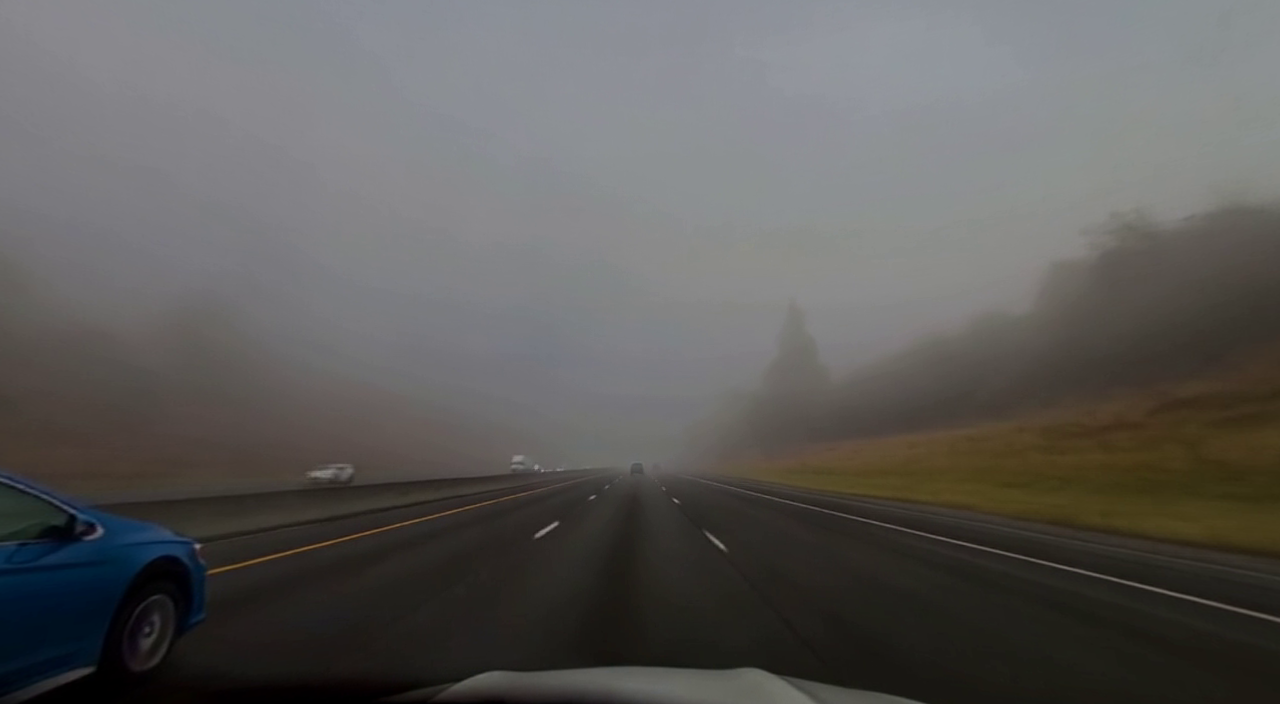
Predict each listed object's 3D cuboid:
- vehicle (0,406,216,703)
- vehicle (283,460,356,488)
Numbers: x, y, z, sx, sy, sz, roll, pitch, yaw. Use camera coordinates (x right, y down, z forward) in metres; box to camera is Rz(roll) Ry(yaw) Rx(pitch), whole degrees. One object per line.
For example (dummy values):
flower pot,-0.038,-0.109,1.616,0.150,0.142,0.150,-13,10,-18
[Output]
vehicle,-3.187,0.717,0.956,2.016,1.506,4.387,1,-11,-1
vehicle,-18.645,7.127,36.905,1.838,1.452,4.566,1,-11,1
